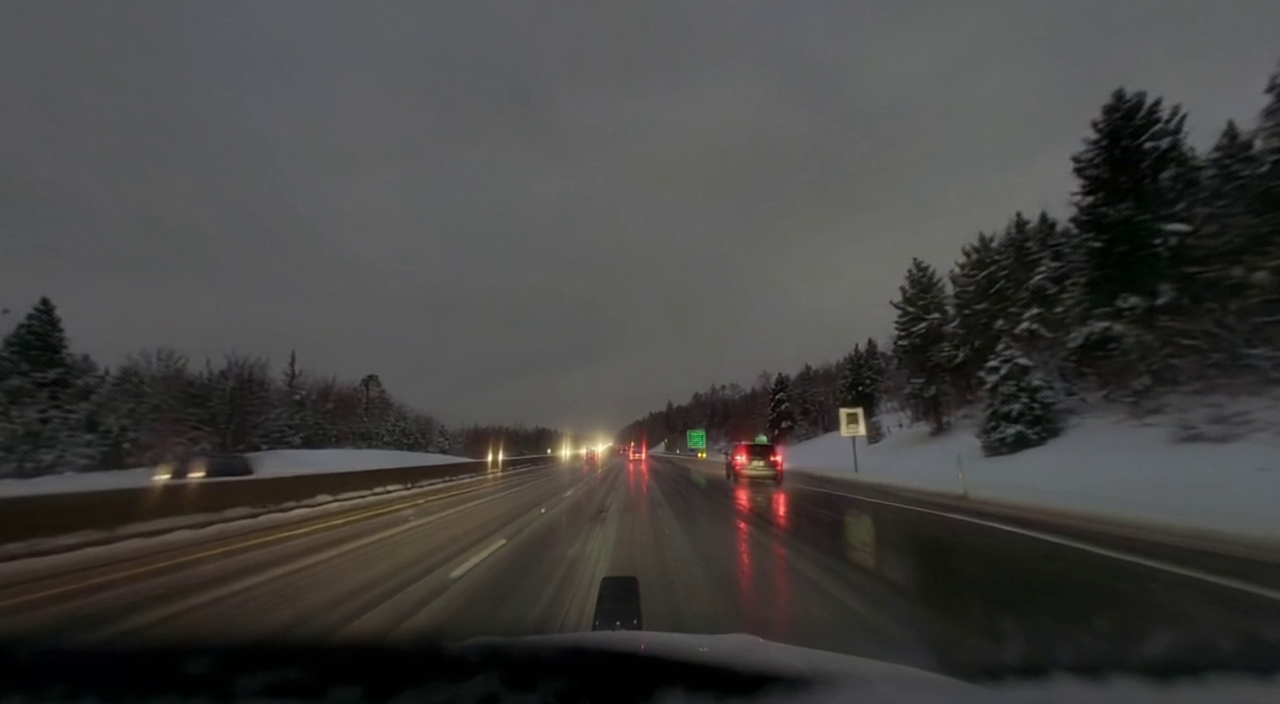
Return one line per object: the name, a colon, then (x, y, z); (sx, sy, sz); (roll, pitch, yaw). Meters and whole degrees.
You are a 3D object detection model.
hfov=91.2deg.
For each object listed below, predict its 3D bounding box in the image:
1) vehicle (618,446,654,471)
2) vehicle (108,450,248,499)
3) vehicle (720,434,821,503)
vehicle: (-0.235, 7.157, 42.213); (1.969, 1.595, 3.964); (-2, -9, 6)
vehicle: (-17.475, 4.618, 24.064); (1.989, 1.664, 4.719); (0, -9, -3)
vehicle: (3.501, 3.220, 17.717); (2.143, 1.667, 4.221); (-1, -9, 3)
